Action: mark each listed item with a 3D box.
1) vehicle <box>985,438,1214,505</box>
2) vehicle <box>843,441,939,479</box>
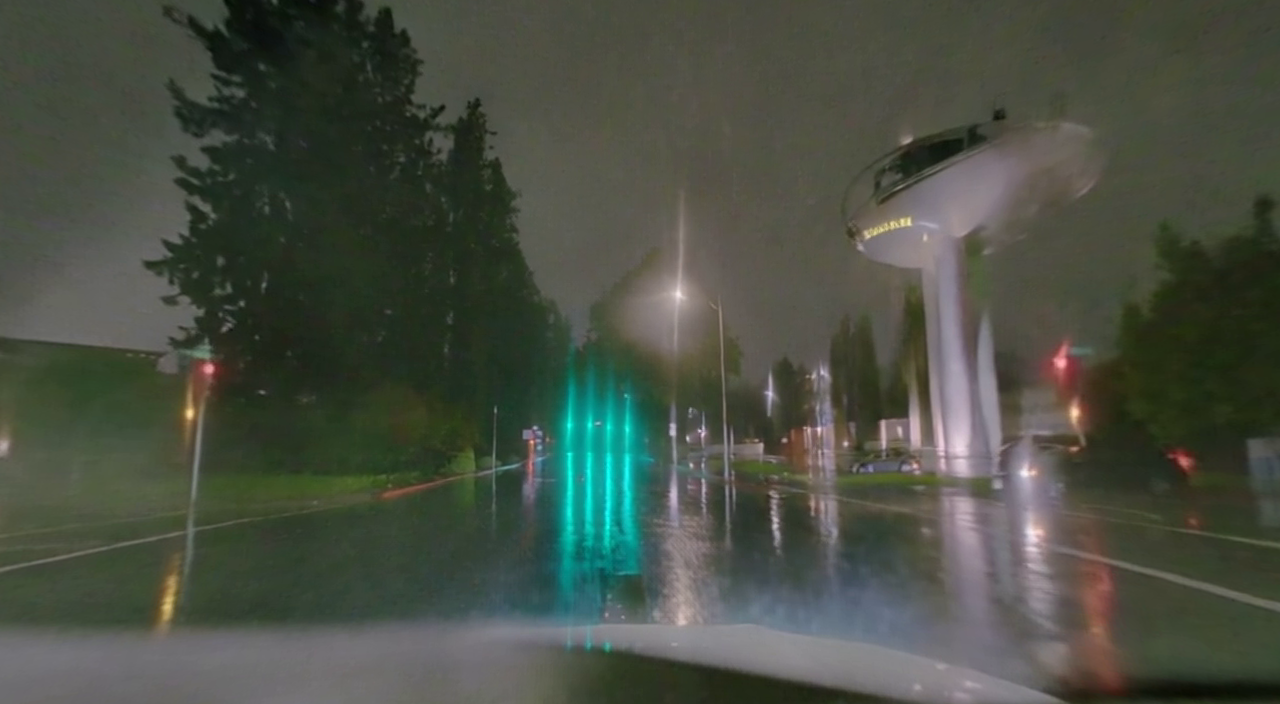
[{"bbox_3d":[11.958,3.113,16.632,4.448,1.637,1.881,-1,-9,5],"label":"vehicle"},{"bbox_3d":[9.845,4.213,24.724,3.191,1.365,1.458,-6,-10,36],"label":"vehicle"}]
